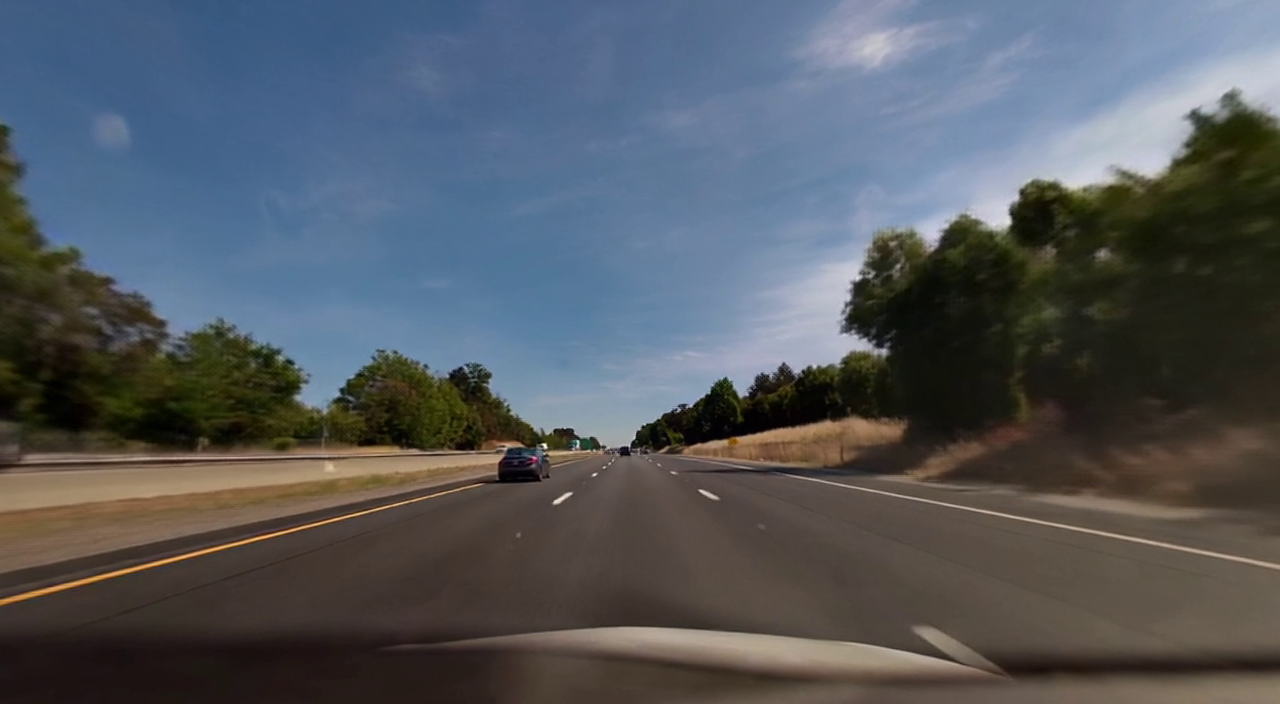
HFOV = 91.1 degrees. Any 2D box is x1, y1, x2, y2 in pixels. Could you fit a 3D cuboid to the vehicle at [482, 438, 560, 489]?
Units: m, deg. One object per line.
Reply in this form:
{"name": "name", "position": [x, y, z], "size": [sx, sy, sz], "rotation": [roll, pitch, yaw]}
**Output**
{"name": "vehicle", "position": [-4.386, 4.164, 23.857], "size": [2.111, 1.717, 4.426], "rotation": [0, -9, 0]}
